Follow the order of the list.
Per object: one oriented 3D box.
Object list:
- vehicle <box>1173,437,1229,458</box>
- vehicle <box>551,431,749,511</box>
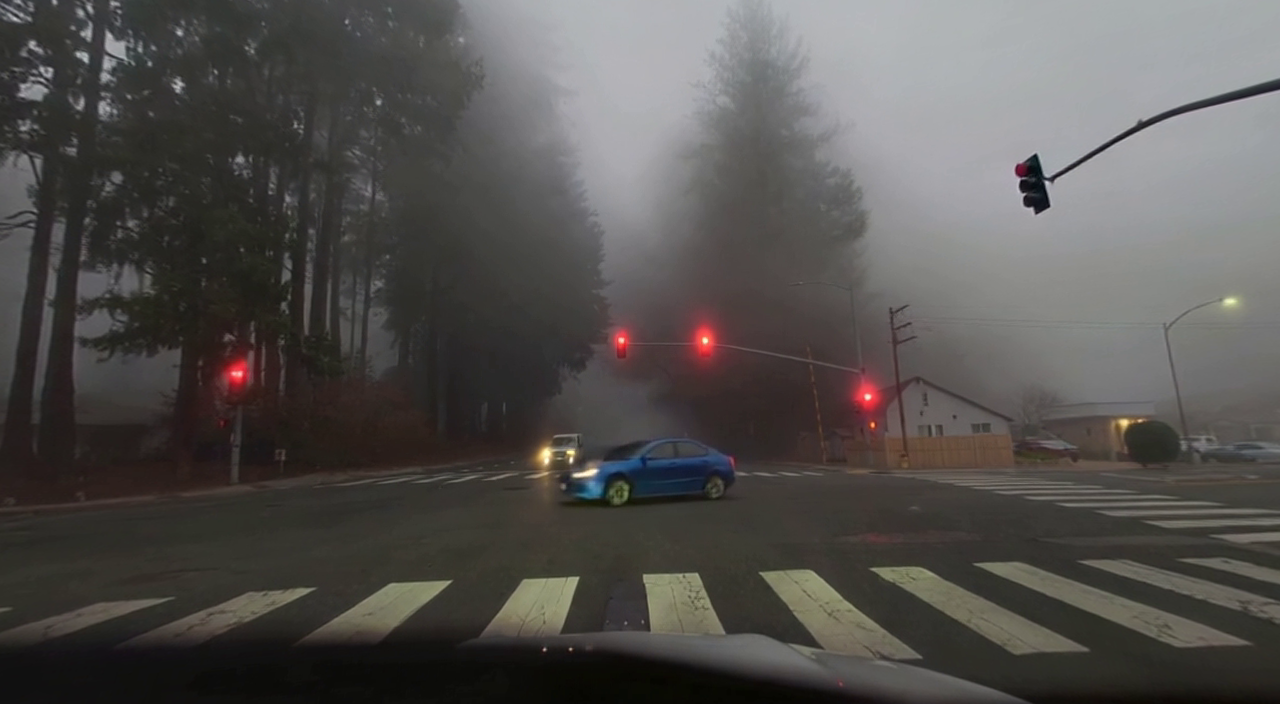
[{"bbox_3d":[42.845,7.300,48.099,4.133,1.561,1.824,5,-10,-30],"label":"vehicle"},{"bbox_3d":[0.342,2.629,14.399,4.377,1.523,1.877,7,-11,-41],"label":"vehicle"}]
